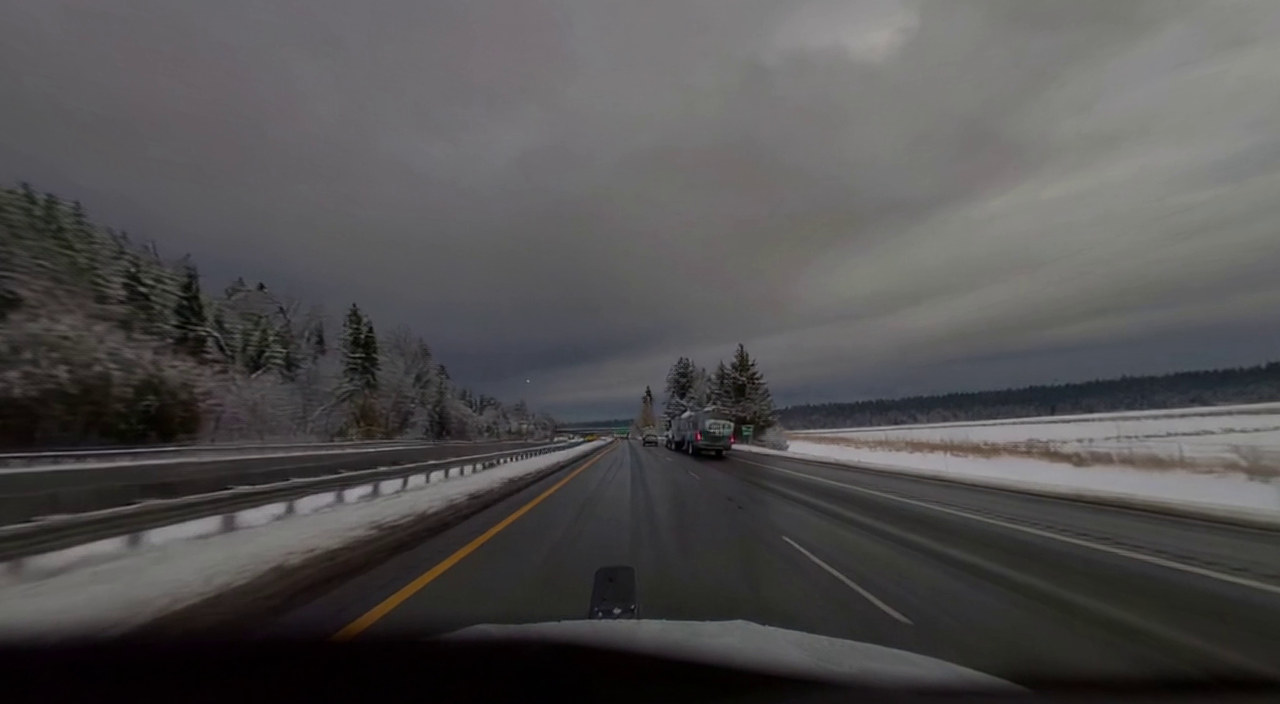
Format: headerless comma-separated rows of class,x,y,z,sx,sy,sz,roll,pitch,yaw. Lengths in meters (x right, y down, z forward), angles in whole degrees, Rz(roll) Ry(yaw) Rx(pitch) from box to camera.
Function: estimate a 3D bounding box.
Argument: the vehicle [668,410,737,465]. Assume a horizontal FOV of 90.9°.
vehicle,3.222,4.616,34.211,2.821,2.672,6.205,0,-8,-3
